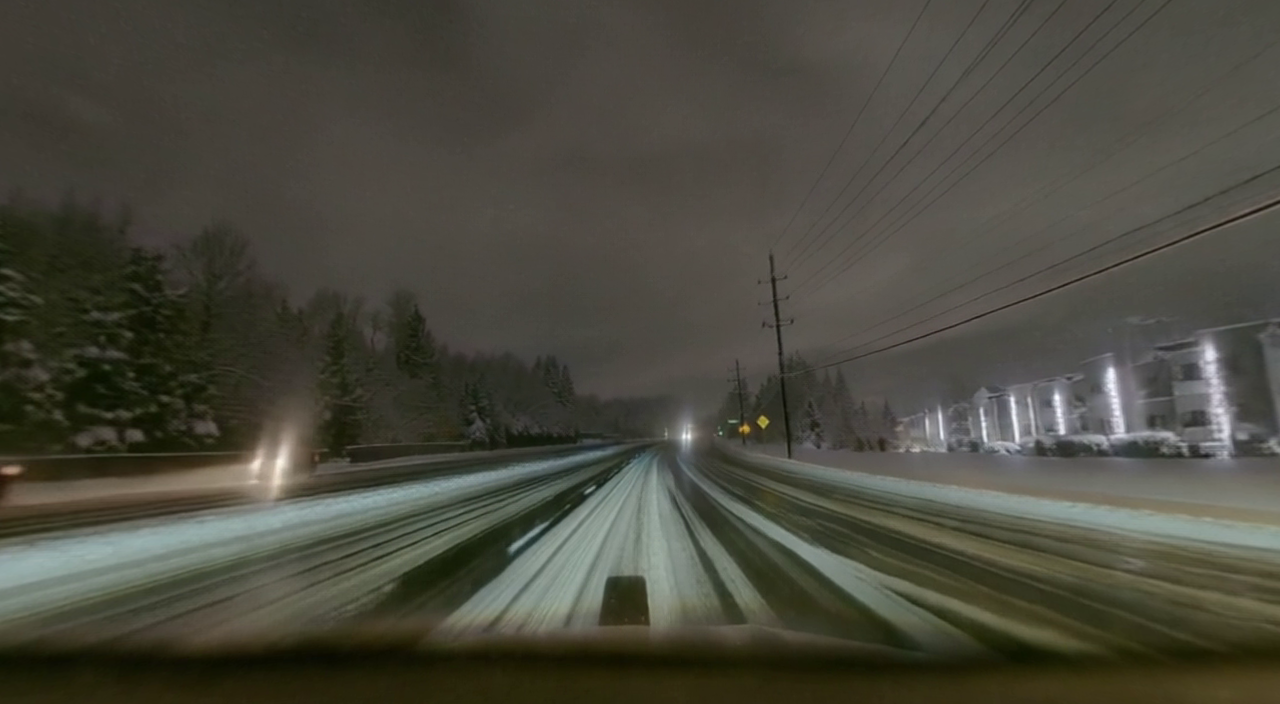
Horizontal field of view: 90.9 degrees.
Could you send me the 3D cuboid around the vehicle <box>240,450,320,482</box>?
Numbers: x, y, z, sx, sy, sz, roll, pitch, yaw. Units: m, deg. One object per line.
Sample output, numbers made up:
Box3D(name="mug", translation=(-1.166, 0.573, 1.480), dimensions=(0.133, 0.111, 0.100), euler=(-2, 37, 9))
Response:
Box3D(name="vehicle", translation=(-20.393, 6.453, 35.963), dimensions=(1.894, 1.632, 4.145), euler=(-1, -9, 4))
